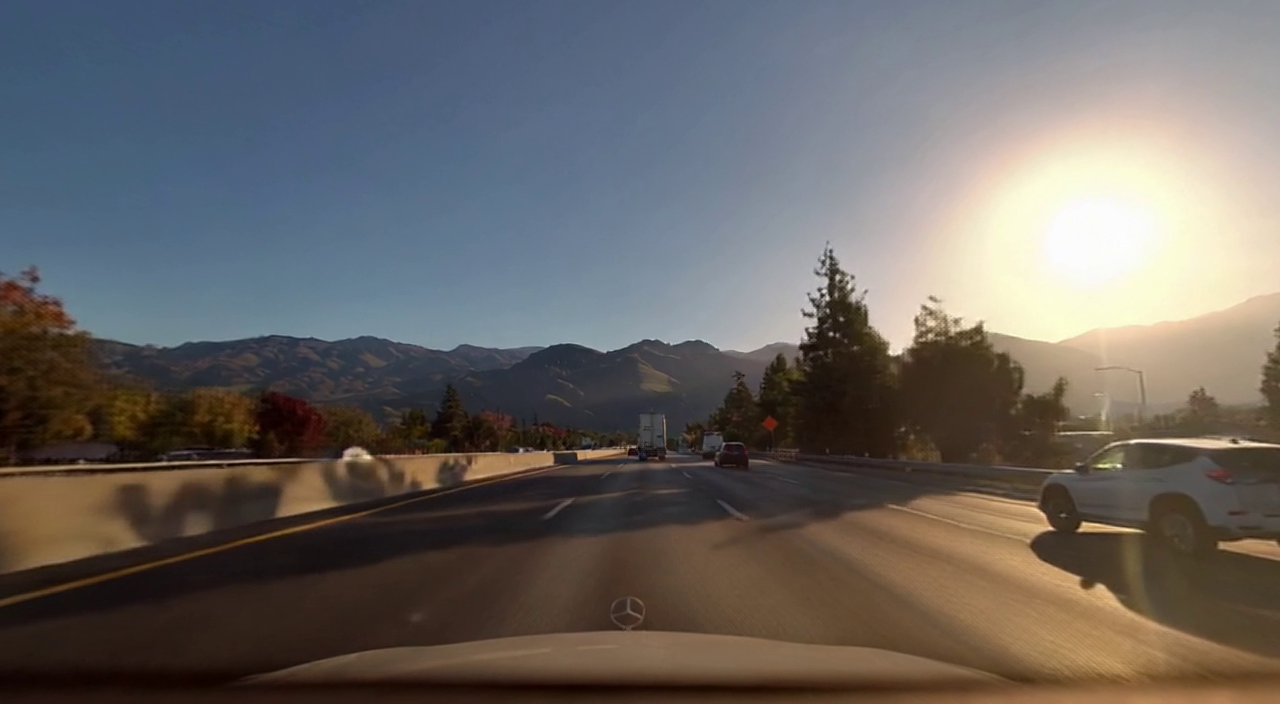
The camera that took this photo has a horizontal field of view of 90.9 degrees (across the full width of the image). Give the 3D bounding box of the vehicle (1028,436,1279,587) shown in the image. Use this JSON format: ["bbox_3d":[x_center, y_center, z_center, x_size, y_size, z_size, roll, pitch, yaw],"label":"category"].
[{"bbox_3d":[7.184,1.808,7.894,1.982,1.440,4.171,0,-9,0],"label":"vehicle"}]

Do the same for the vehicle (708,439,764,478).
[{"bbox_3d":[4.237,4.752,28.441,1.880,1.624,3.941,0,-9,0],"label":"vehicle"}]

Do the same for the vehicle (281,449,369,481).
[{"bbox_3d":[-15.698,5.630,31.719,1.914,1.491,4.688,0,-9,2],"label":"vehicle"}]
